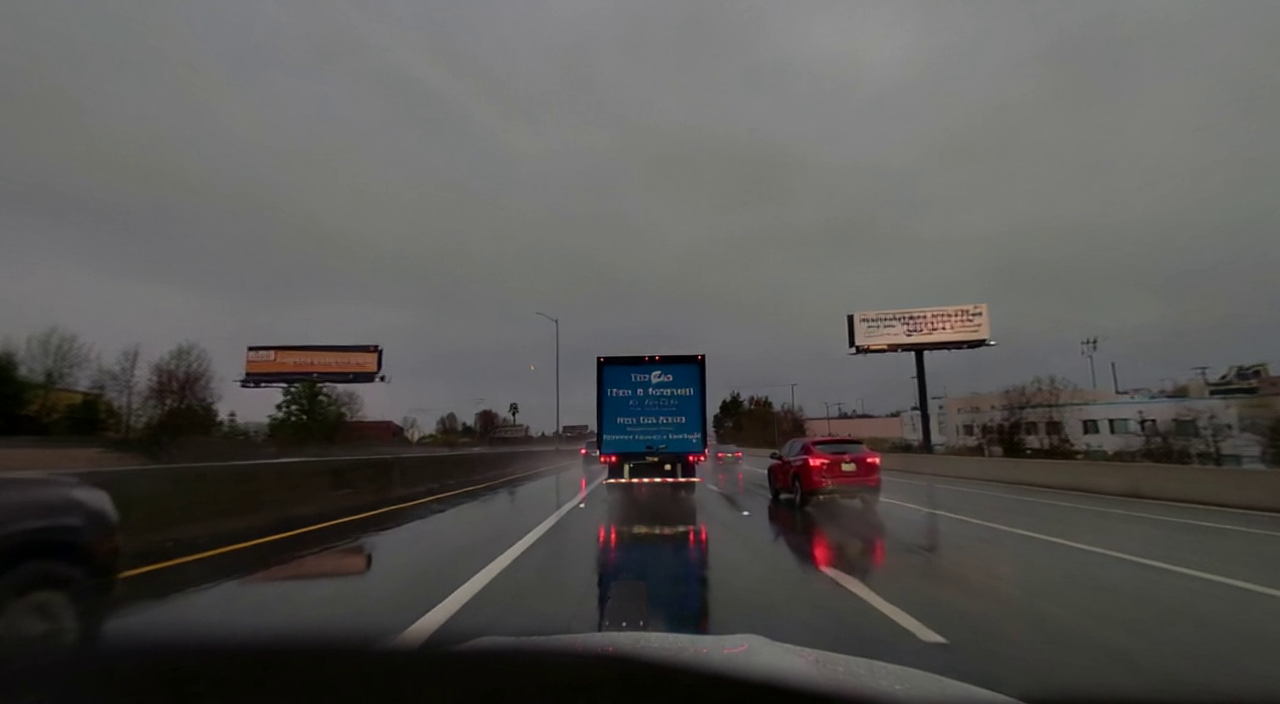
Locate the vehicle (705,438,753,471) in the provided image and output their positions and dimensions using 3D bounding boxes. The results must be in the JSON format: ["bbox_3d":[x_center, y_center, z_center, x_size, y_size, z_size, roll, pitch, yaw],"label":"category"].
[{"bbox_3d":[4.851,5.684,35.137,2.066,1.692,4.339,0,-8,0],"label":"vehicle"}]

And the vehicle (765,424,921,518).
[{"bbox_3d":[4.198,2.517,13.894,1.986,1.718,4.296,0,-8,0],"label":"vehicle"}]

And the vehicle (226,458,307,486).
[{"bbox_3d":[-23.296,7.497,39.603,1.805,1.515,4.657,-1,-8,8],"label":"vehicle"}]

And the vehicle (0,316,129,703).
[{"bbox_3d":[-3.404,0.537,0.595,2.133,1.808,4.349,0,-8,0],"label":"vehicle"}]

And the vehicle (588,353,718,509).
[{"bbox_3d":[0.354,2.289,17.700,2.733,3.296,8.571,0,-8,1],"label":"vehicle"}]
